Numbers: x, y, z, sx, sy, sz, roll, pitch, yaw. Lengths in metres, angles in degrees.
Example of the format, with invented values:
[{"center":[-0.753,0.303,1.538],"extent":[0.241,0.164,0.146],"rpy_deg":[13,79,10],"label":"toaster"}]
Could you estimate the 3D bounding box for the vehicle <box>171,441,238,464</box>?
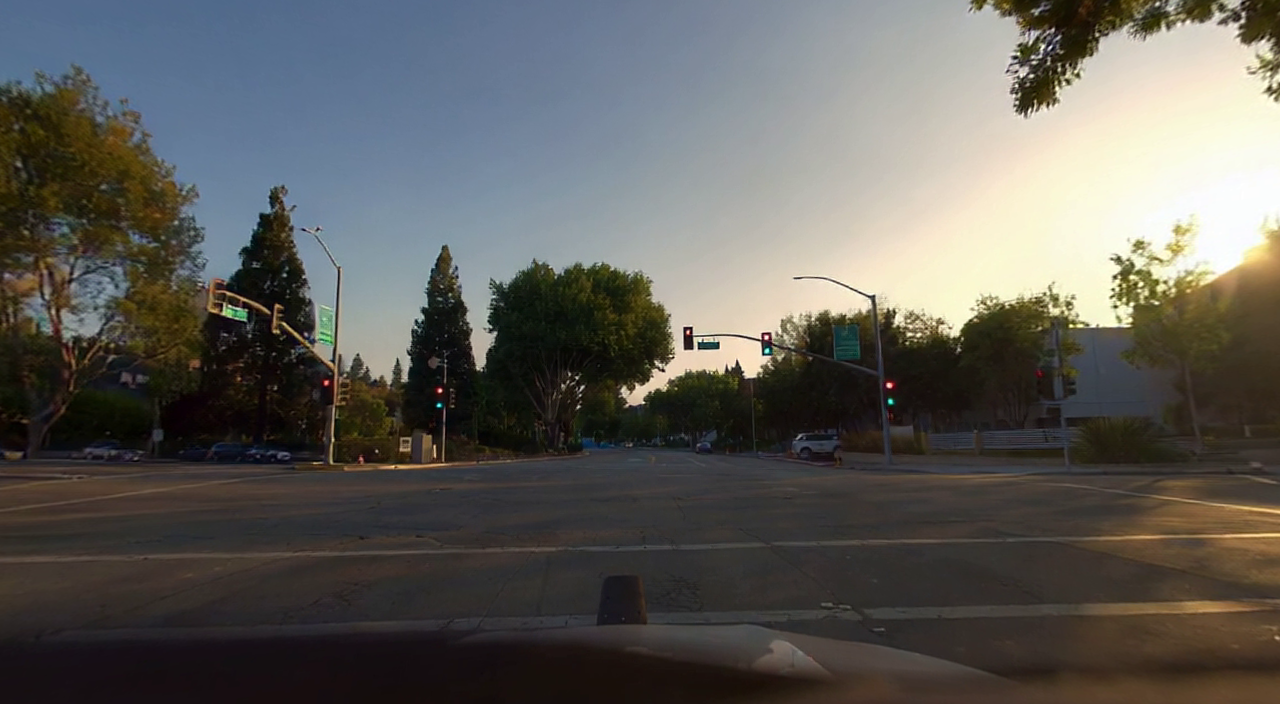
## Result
[{"center":[-29.104,6.718,42.084],"extent":[1.696,1.431,3.686],"rpy_deg":[-1,-8,3],"label":"vehicle"}]
